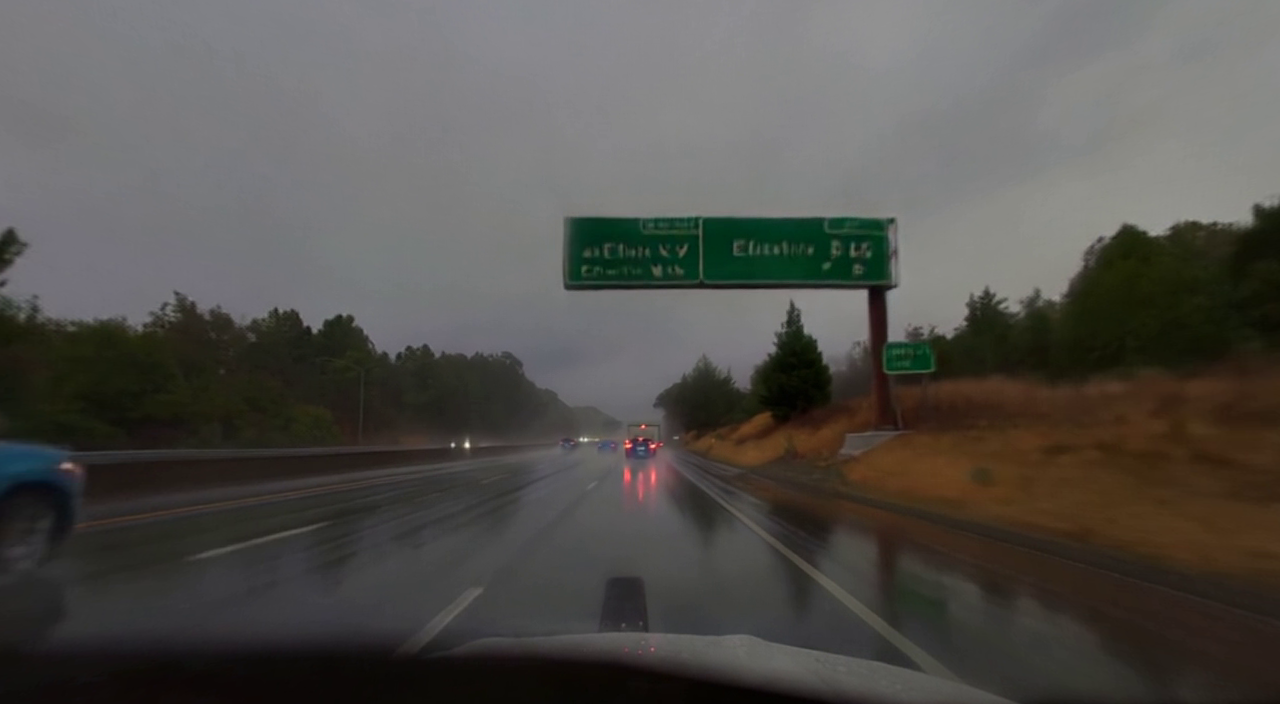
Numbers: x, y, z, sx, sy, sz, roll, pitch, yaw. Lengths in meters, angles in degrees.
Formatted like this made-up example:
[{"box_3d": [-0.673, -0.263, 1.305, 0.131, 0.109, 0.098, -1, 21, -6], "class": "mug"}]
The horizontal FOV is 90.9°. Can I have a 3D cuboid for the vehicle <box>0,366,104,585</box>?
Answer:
[{"box_3d": [-6.910, 0.840, 3.800, 2.323, 1.947, 5.672, 0, -8, 0], "class": "vehicle"}]

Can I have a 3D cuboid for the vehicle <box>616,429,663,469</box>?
[{"box_3d": [-0.014, 5.154, 33.668, 2.309, 1.915, 5.130, 0, -8, 0], "class": "vehicle"}]
